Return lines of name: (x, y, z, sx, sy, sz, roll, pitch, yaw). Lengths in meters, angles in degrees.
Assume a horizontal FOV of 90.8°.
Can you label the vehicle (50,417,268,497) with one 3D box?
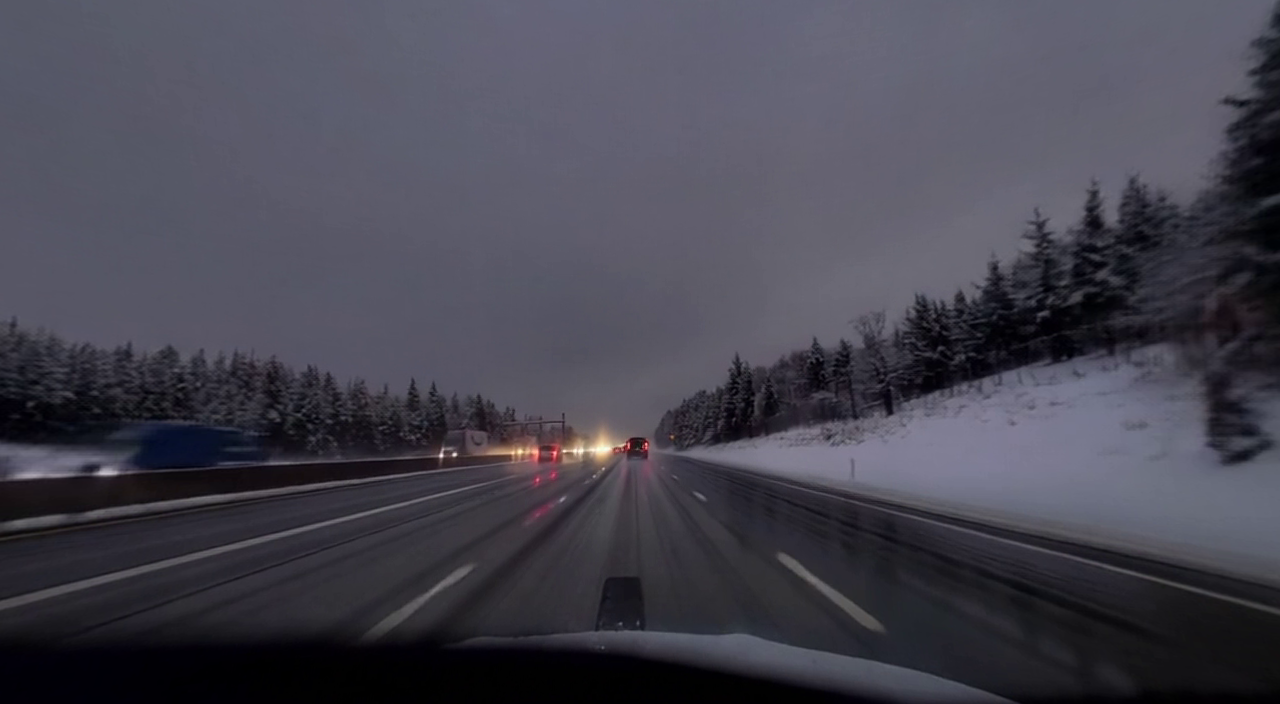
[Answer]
vehicle: (-19.420, 4.336, 26.425, 2.726, 2.788, 8.084, 0, -9, 0)
